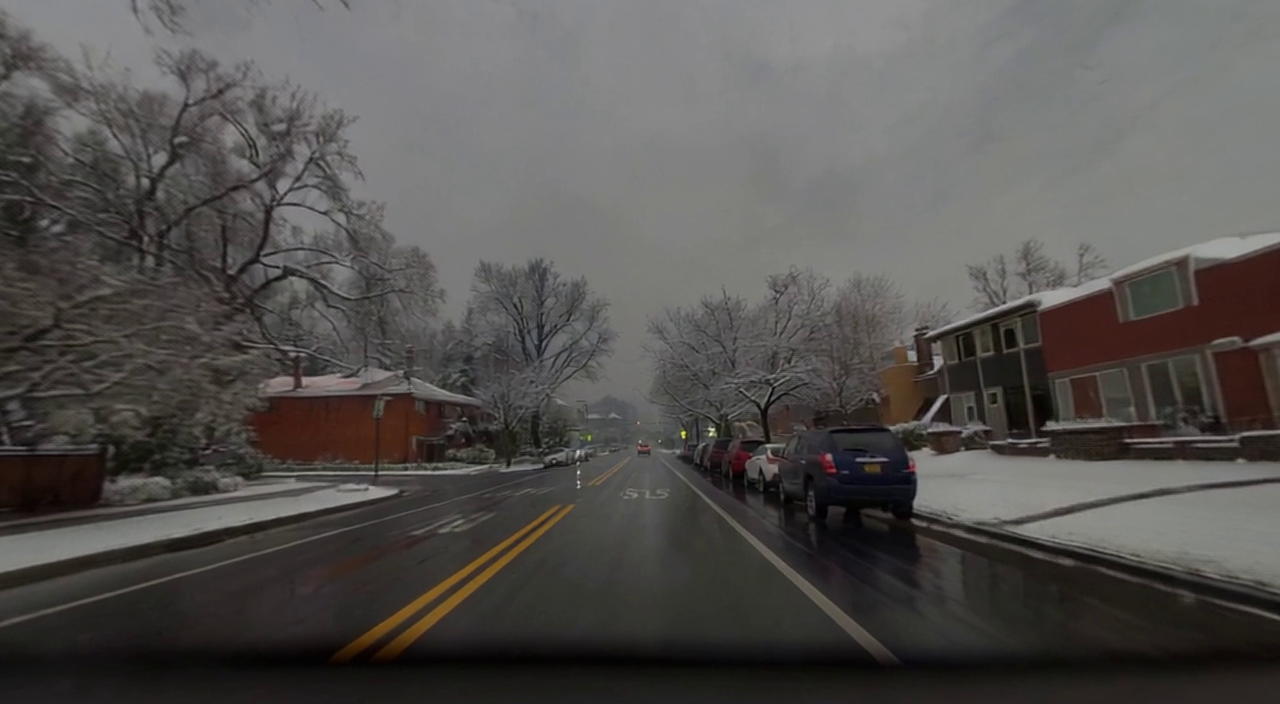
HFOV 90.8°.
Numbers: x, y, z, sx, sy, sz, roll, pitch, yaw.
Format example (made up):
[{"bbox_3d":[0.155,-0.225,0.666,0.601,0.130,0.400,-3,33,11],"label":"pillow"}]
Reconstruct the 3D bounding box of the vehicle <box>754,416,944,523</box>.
[{"bbox_3d":[3.910,2.279,12.849,1.937,1.752,4.574,1,-8,-5],"label":"vehicle"}]

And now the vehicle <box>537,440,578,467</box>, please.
[{"bbox_3d":[-6.180,7.652,47.953,2.252,1.882,5.883,-2,-8,1],"label":"vehicle"}]

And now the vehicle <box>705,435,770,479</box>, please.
[{"bbox_3d":[4.000,4.382,26.755,1.971,1.665,4.722,0,-8,0],"label":"vehicle"}]
